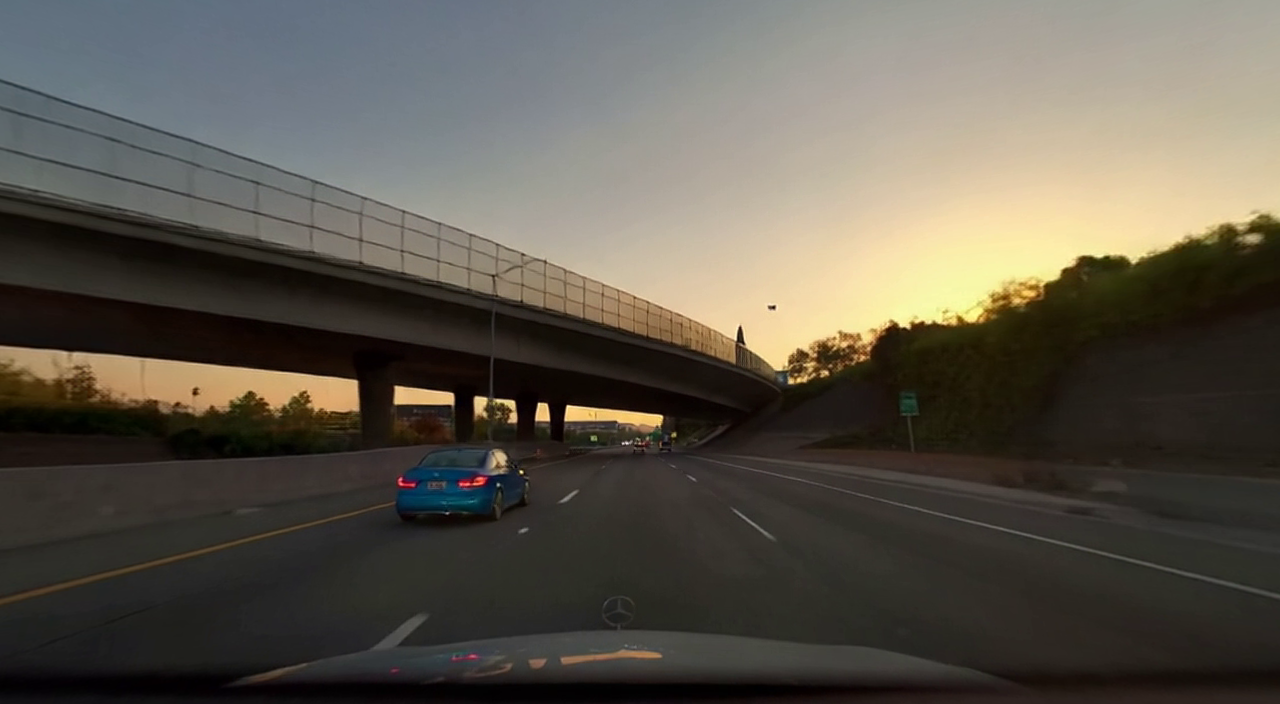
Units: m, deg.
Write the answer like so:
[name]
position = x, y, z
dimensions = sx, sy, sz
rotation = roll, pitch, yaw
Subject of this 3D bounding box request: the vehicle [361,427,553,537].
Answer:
[vehicle]
position = -2.939, 2.204, 11.382
dimensions = 2.029, 1.557, 4.570
rotation = 0, -8, 1
